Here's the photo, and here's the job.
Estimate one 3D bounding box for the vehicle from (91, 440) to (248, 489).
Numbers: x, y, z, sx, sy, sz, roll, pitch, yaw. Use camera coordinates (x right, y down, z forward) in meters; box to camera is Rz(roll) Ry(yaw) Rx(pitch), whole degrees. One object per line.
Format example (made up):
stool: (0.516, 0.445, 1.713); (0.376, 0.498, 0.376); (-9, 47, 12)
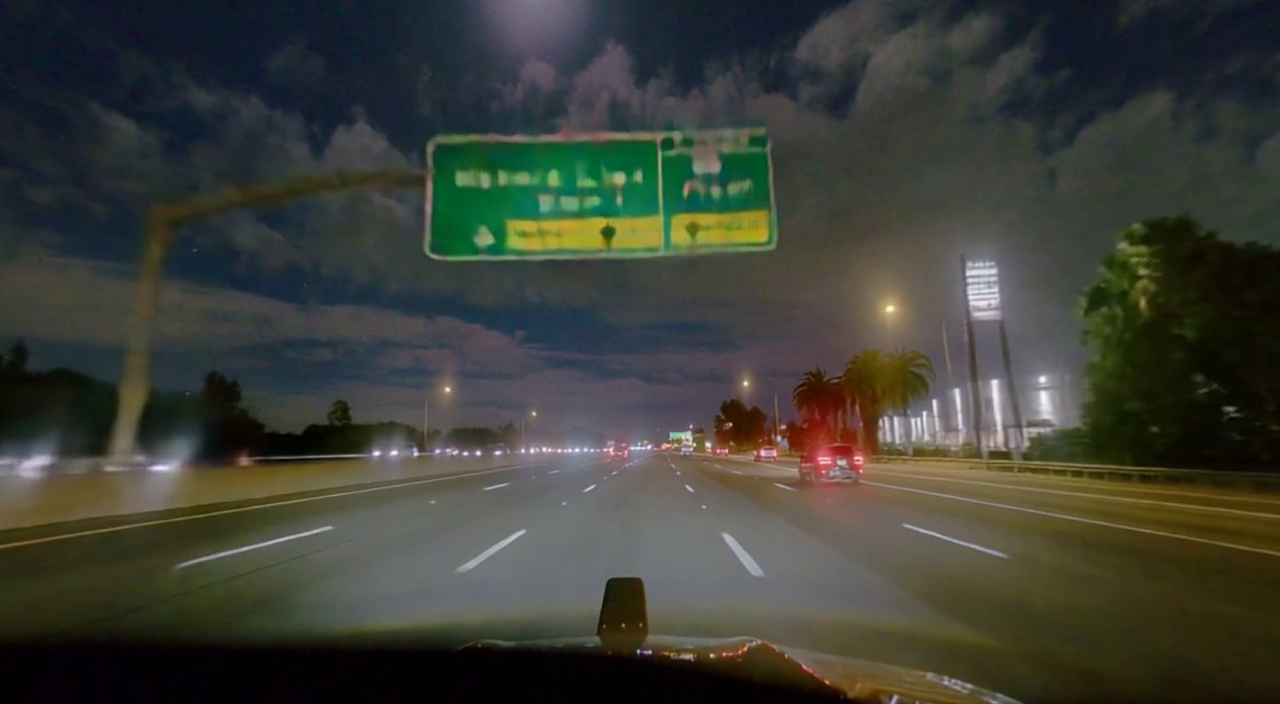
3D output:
vehicle: (-15.776, 3.778, 21.514); (1.884, 1.475, 4.400); (-1, -8, 2)

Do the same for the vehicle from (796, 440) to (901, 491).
vehicle: (7.002, 3.851, 21.762); (2.071, 1.543, 4.702); (0, -8, 1)
